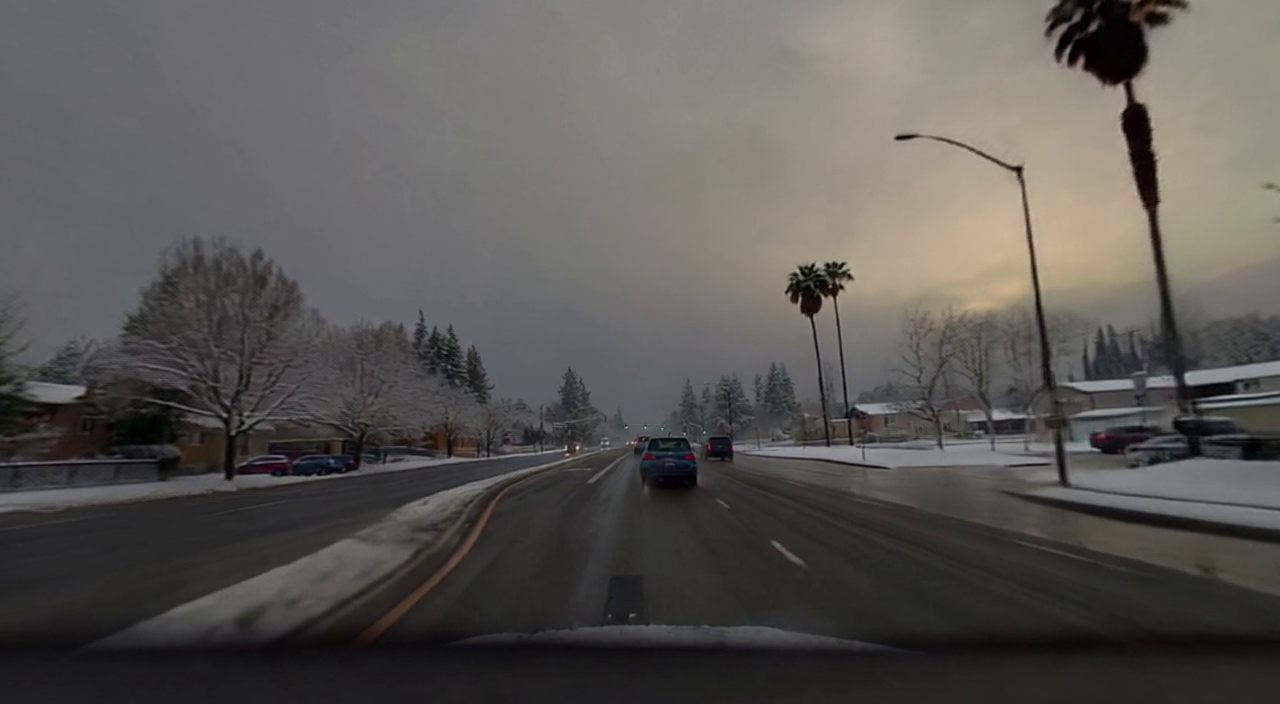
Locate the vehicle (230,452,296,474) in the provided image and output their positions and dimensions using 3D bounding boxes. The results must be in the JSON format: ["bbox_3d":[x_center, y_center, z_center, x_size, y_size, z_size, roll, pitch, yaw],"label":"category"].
[{"bbox_3d":[-26.388,7.764,44.350,1.813,1.452,4.619,0,-8,0],"label":"vehicle"}]

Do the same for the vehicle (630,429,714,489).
[{"bbox_3d":[0.875,3.316,19.874,2.289,1.679,4.180,0,-8,-2],"label":"vehicle"}]

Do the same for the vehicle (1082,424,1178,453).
[{"bbox_3d":[27.641,4.933,35.728,1.781,1.520,3.979,2,-9,-13],"label":"vehicle"}]

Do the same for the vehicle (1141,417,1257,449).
[{"bbox_3d":[32.754,4.831,37.128,1.946,1.740,4.813,1,-9,-10],"label":"vehicle"}]

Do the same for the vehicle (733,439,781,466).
[{"bbox_3d":[6.645,5.747,36.230,1.897,1.477,4.360,0,-8,-1],"label":"vehicle"}]

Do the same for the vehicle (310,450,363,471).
[{"bbox_3d":[-23.400,8.335,48.749,1.834,1.499,4.346,0,-8,1],"label":"vehicle"}]
